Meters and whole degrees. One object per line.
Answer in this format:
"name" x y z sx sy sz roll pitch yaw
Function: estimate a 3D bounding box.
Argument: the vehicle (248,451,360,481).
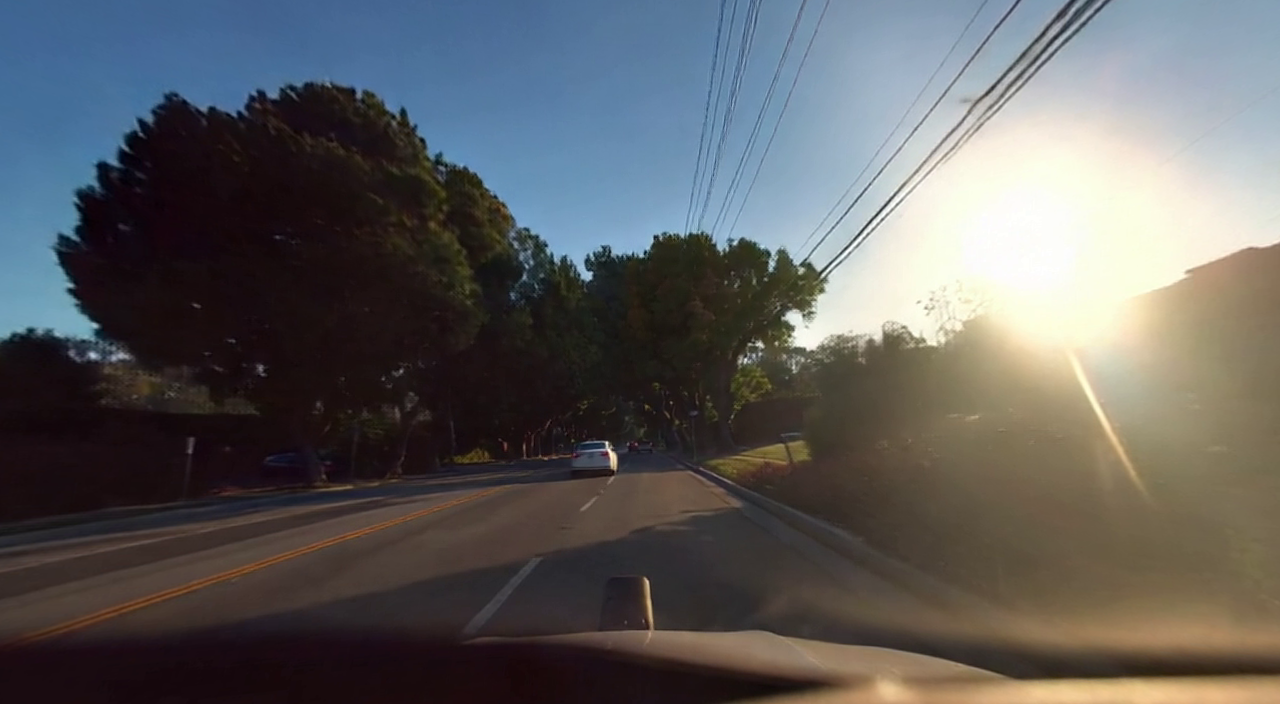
"vehicle" -17.999 6.119 33.933 4.916 1.474 2.008 0 -8 1

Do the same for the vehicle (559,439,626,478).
"vehicle" -1.845 4.333 25.884 2.153 1.461 4.374 -1 -8 3
